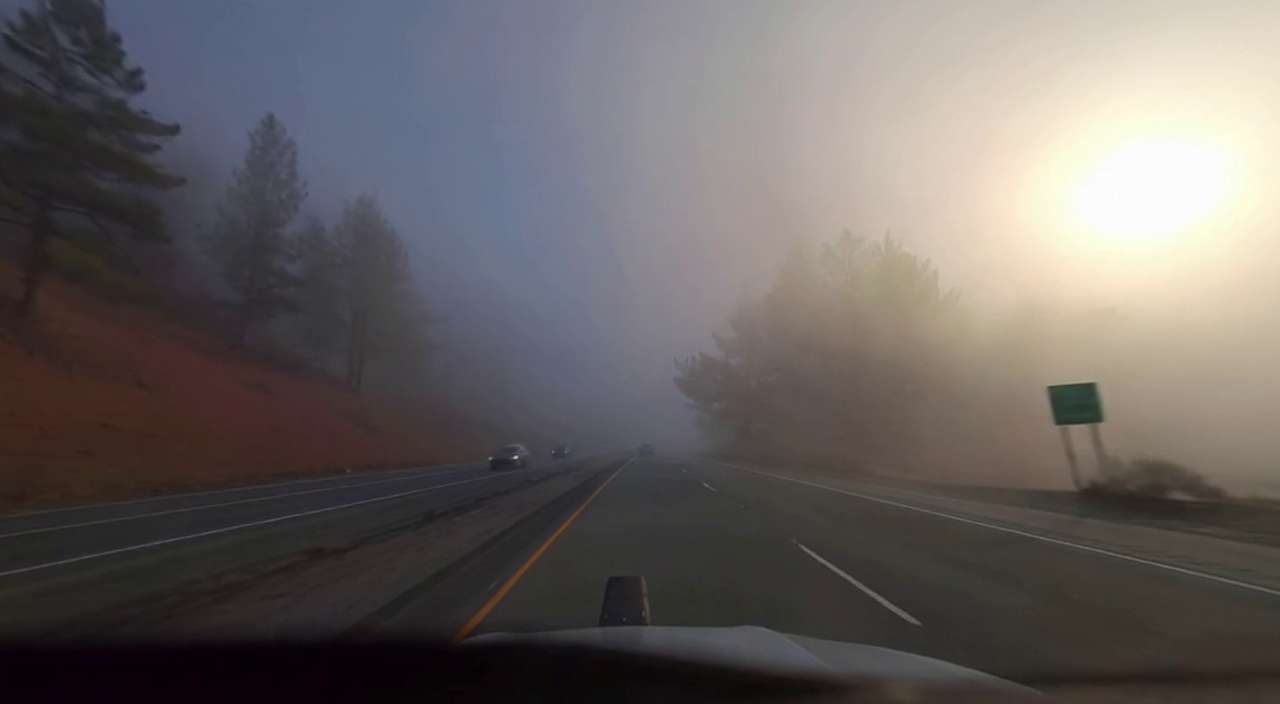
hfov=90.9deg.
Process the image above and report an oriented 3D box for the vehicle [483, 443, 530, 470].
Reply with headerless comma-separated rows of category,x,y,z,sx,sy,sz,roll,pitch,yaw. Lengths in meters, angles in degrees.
vehicle,-8.570,6.749,40.863,2.049,1.635,4.407,0,-8,1
